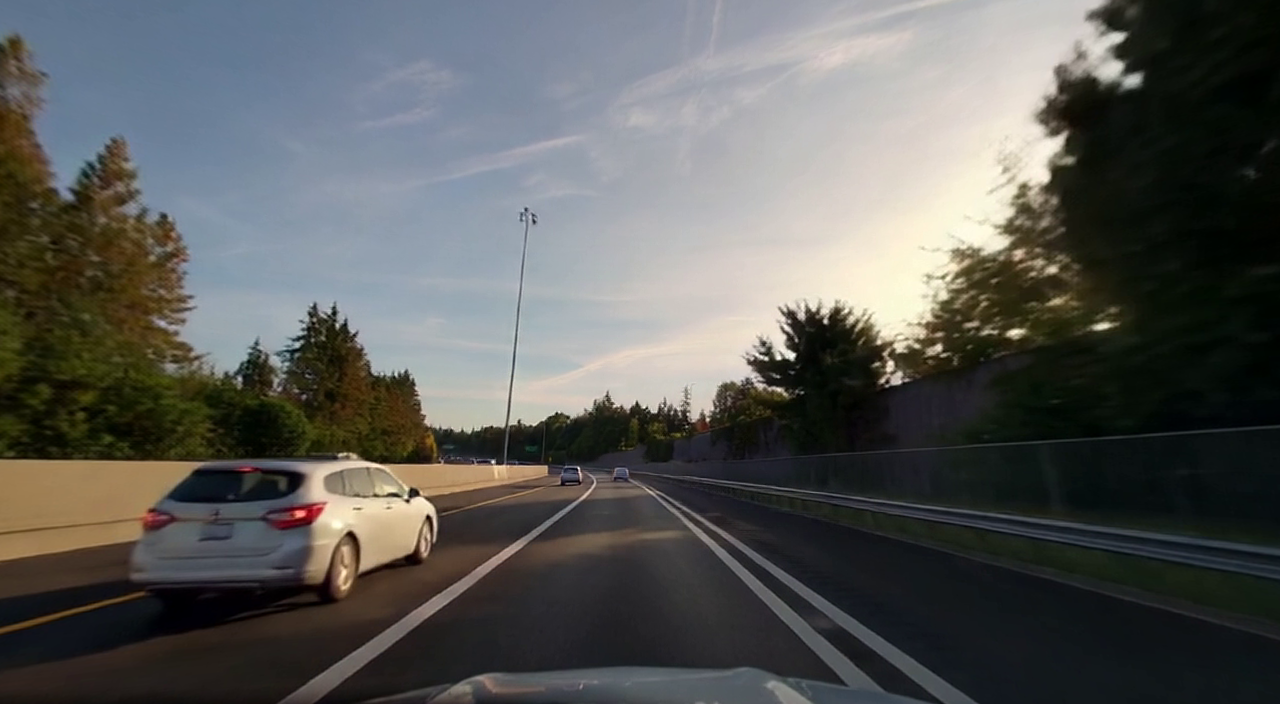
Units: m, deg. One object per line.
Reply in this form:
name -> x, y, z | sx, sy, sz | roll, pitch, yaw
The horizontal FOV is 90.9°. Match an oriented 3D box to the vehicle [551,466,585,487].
vehicle -> -5.620, 9.784, 49.637 | 2.310, 1.521, 4.731 | 1, -11, -3

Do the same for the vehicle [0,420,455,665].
vehicle -> -3.883, 1.707, 6.684 | 2.328, 1.559, 5.041 | 1, -11, -1
